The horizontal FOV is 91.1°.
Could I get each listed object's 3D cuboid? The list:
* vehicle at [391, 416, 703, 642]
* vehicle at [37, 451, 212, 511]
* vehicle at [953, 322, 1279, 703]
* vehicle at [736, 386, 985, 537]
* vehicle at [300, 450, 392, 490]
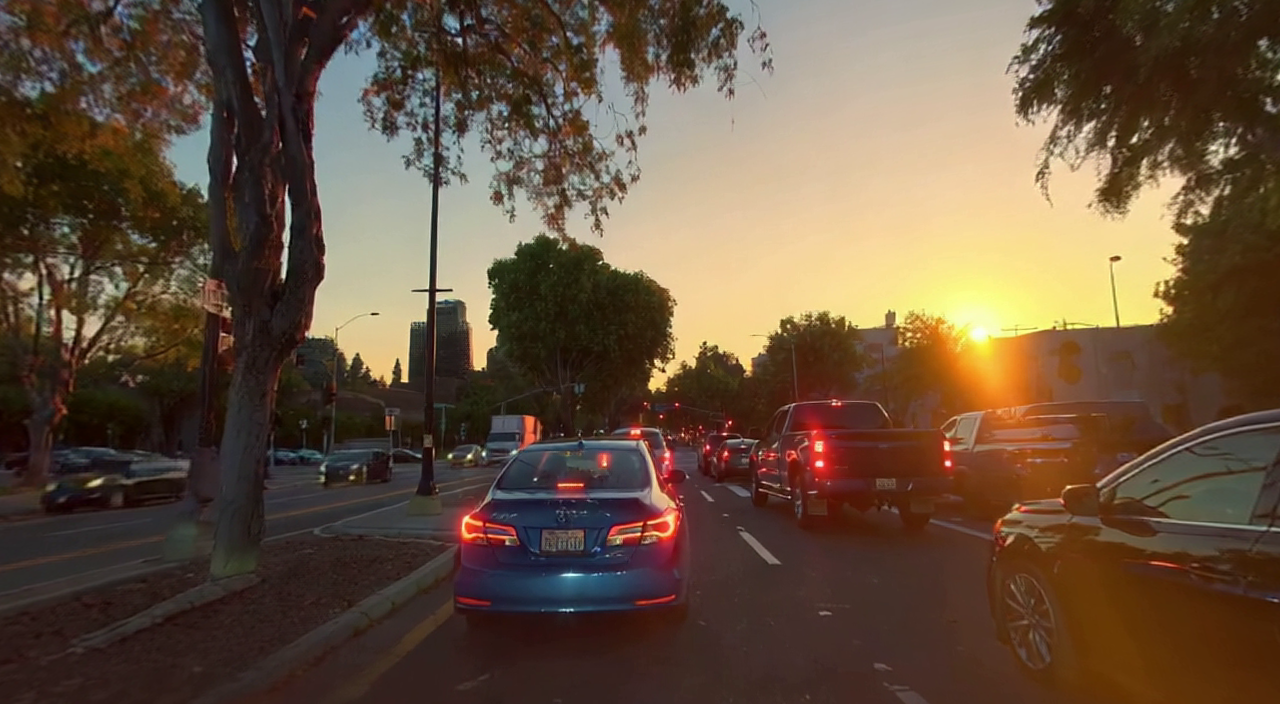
[{"bbox_3d":[-0.575,1.497,6.330,2.111,1.506,4.018,0,-8,2],"label":"vehicle"},{"bbox_3d":[-16.308,4.061,20.211,2.000,1.656,4.160,0,-8,1],"label":"vehicle"},{"bbox_3d":[3.159,0.755,2.072,1.982,1.709,4.427,0,-9,1],"label":"vehicle"},{"bbox_3d":[3.518,1.953,11.692,2.444,2.098,5.766,0,-9,-1],"label":"vehicle"},{"bbox_3d":[-12.514,5.004,27.022,1.907,1.522,4.115,0,-9,1],"label":"vehicle"}]
